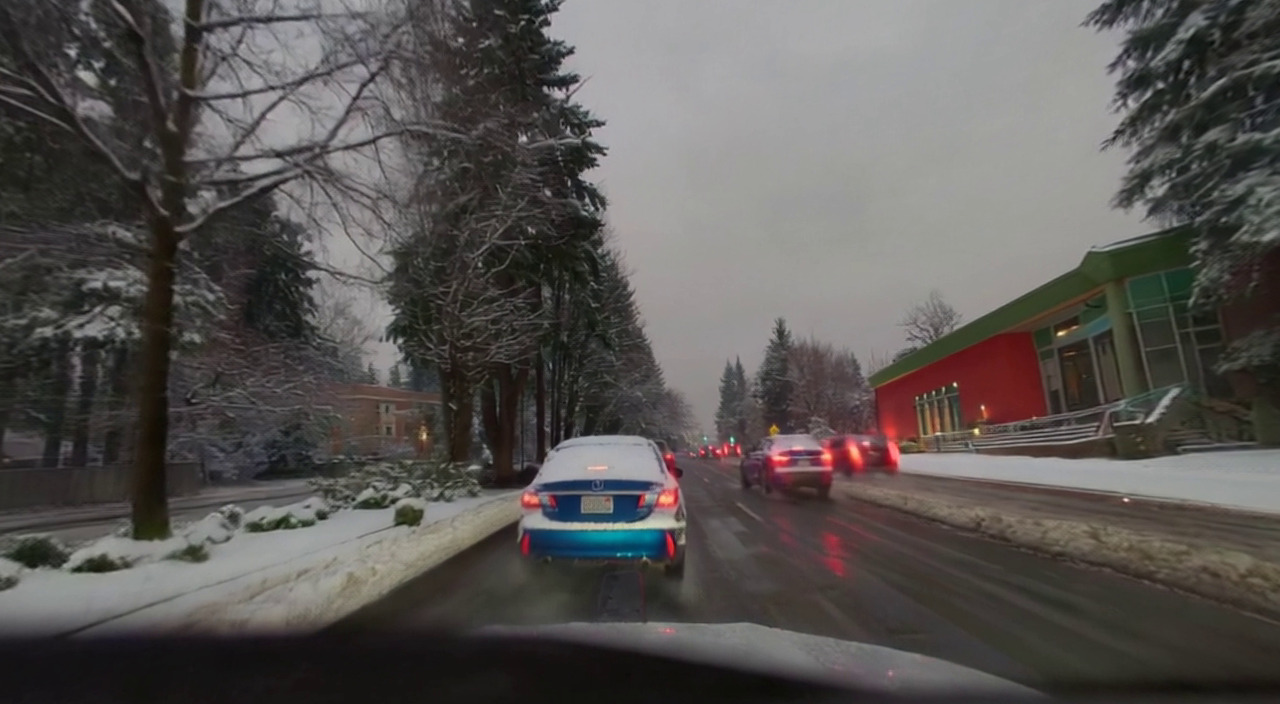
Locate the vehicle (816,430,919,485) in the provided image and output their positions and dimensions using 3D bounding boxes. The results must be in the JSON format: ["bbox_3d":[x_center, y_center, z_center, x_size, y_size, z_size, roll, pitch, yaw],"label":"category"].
[{"bbox_3d":[7.872,3.697,22.242,2.064,1.747,4.372,0,-8,1],"label":"vehicle"}]

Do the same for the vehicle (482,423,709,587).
[{"bbox_3d":[-0.409,1.726,7.923,2.111,1.506,4.018,0,-8,0],"label":"vehicle"}]

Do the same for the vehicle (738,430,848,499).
[{"bbox_3d":[4.009,3.032,17.287,1.971,1.637,4.317,0,-8,0],"label":"vehicle"}]
